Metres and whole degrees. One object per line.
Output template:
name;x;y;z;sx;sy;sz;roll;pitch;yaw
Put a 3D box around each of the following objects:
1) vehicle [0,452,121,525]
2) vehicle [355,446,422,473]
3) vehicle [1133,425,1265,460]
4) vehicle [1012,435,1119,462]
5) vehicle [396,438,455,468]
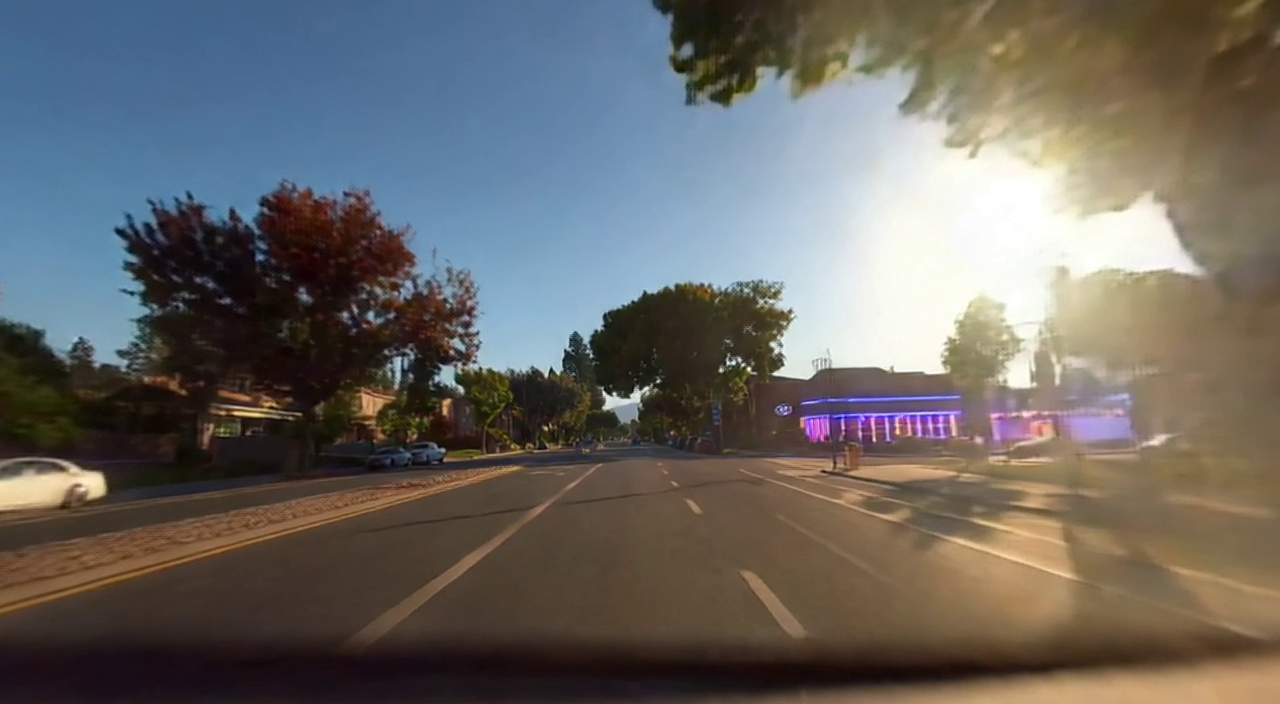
vehicle;-14.703;3.024;14.125;2.124;1.501;4.807;0;-8;0
vehicle;-15.084;6.473;38.228;2.106;1.479;4.541;0;-8;1
vehicle;30.584;4.991;34.751;4.841;1.815;2.151;-2;-9;15
vehicle;24.325;5.571;36.339;4.622;1.466;2.066;-3;-9;16
vehicle;-14.981;7.078;44.593;2.164;1.933;5.804;0;-8;0
